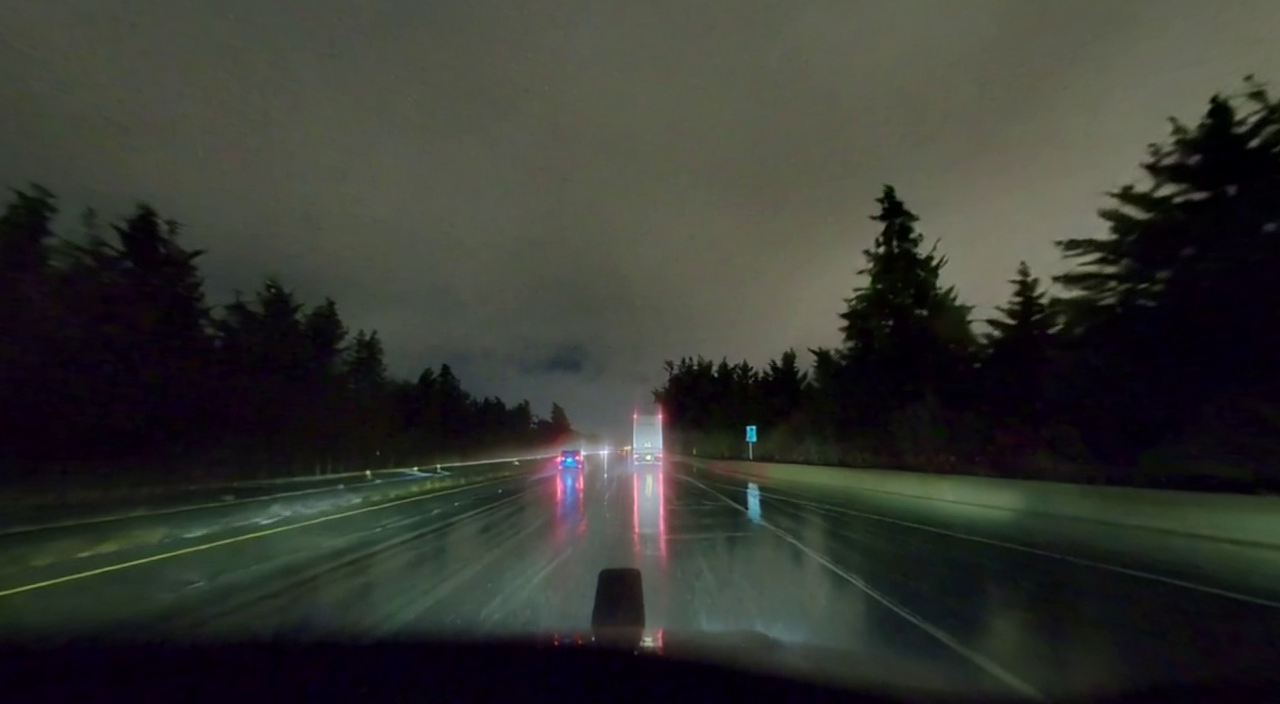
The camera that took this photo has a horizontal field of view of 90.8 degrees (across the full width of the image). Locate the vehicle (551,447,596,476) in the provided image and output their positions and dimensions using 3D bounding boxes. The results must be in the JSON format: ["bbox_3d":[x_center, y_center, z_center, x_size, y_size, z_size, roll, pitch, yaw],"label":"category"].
[{"bbox_3d":[-3.810,6.363,36.928,1.999,1.533,4.870,-1,-9,2],"label":"vehicle"}]
